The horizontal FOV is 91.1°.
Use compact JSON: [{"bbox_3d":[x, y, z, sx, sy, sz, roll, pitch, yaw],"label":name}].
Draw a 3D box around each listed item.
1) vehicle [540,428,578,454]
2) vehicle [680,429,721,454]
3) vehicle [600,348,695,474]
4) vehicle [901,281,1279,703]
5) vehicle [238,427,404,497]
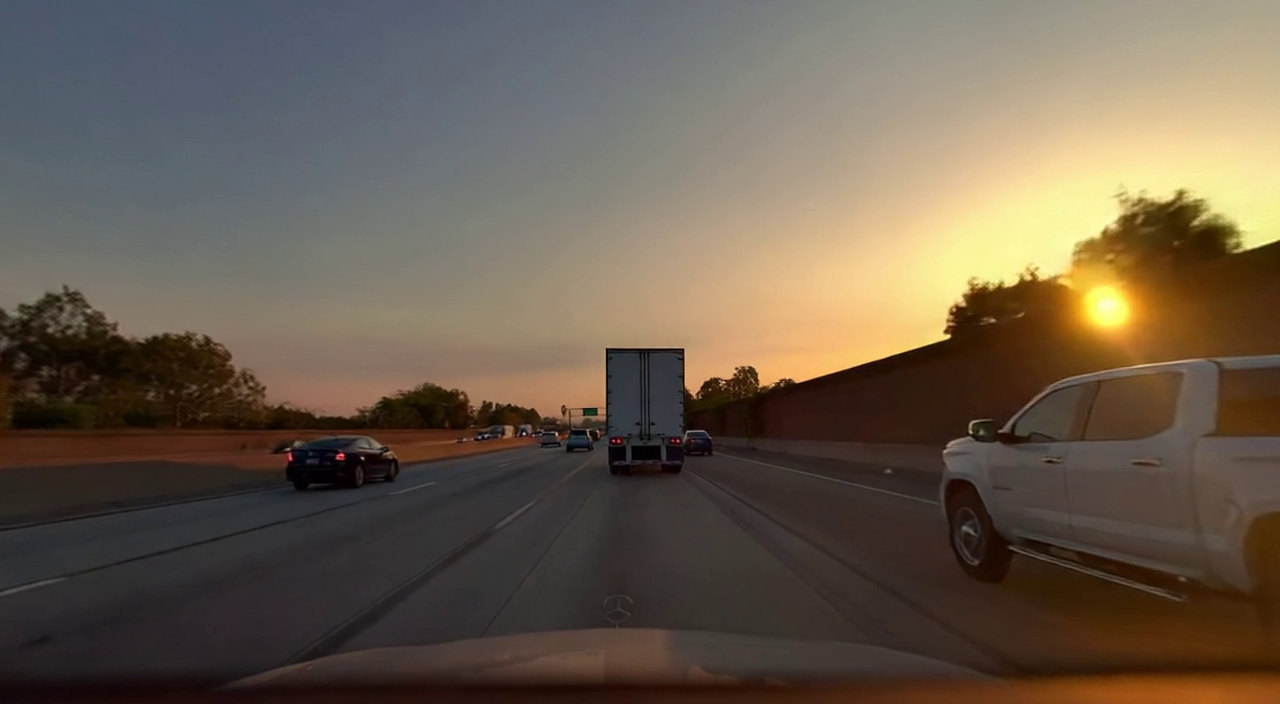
[{"bbox_3d":[-5.433,6.024,42.640,2.134,1.650,4.133,0,-8,-2],"label":"vehicle"},{"bbox_3d":[3.851,5.827,41.067,2.044,1.508,4.716,0,-8,-2],"label":"vehicle"},{"bbox_3d":[-0.014,2.504,24.738,2.904,3.915,10.473,0,-8,-3],"label":"vehicle"},{"bbox_3d":[3.615,0.764,3.495,2.118,1.832,4.901,0,-8,-1],"label":"vehicle"},{"bbox_3d":[-7.671,2.646,15.657,2.059,1.500,4.001,0,-8,-1],"label":"vehicle"}]
